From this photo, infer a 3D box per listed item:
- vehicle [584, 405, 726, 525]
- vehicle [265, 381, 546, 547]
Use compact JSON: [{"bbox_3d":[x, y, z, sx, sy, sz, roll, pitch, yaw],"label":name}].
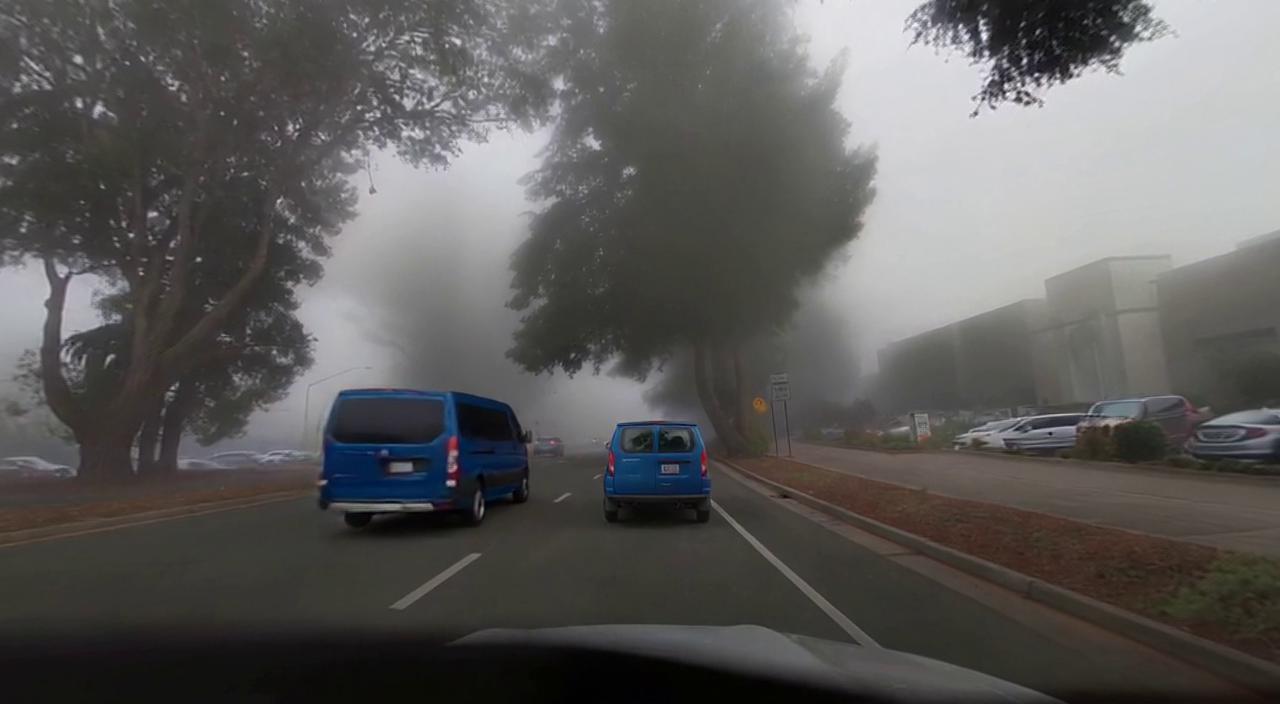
[{"bbox_3d":[0.292,2.056,11.885,2.173,1.830,4.189,0,-9,2],"label":"vehicle"},{"bbox_3d":[-3.366,1.808,10.745,2.486,2.074,5.456,0,-9,2],"label":"vehicle"}]
